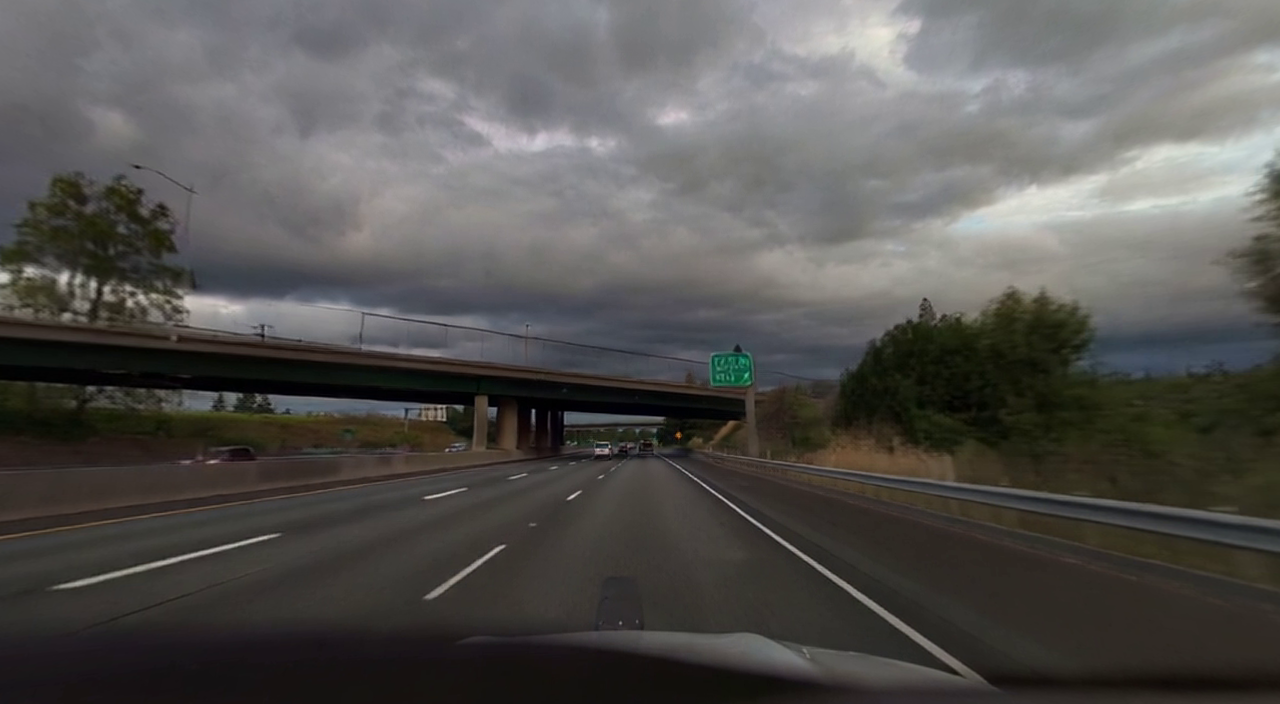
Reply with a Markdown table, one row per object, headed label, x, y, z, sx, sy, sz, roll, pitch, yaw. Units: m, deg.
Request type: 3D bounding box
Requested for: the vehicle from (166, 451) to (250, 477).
| label | x | y | z | sx | sy | sz | roll | pitch | yaw |
| --- | --- | --- | --- | --- | --- | --- | --- | --- | --- |
| vehicle | -27.534 | 7.127 | 40.341 | 1.919 | 1.546 | 4.770 | 0 | -9 | 2 |
